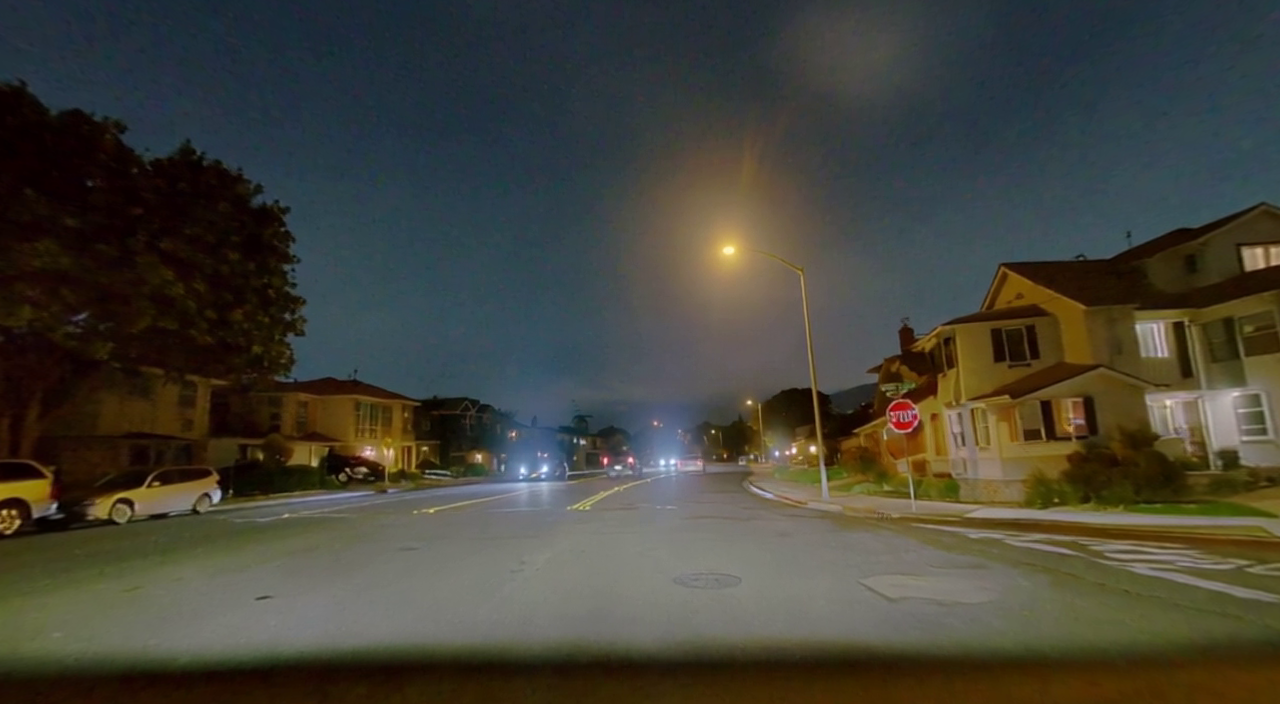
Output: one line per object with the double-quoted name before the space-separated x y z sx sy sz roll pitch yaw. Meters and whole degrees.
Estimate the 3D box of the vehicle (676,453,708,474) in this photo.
"vehicle" 3.880 8.177 46.345 1.955 1.459 4.383 -2 -9 10

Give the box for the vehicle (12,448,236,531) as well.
"vehicle" -13.765 3.714 17.331 2.076 1.864 4.730 -3 -11 1

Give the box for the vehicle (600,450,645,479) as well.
"vehicle" -1.043 7.298 41.122 2.178 1.695 4.339 -1 -9 9

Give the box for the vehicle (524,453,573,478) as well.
"vehicle" -6.954 8.669 48.229 2.256 1.755 4.799 -2 -9 10
